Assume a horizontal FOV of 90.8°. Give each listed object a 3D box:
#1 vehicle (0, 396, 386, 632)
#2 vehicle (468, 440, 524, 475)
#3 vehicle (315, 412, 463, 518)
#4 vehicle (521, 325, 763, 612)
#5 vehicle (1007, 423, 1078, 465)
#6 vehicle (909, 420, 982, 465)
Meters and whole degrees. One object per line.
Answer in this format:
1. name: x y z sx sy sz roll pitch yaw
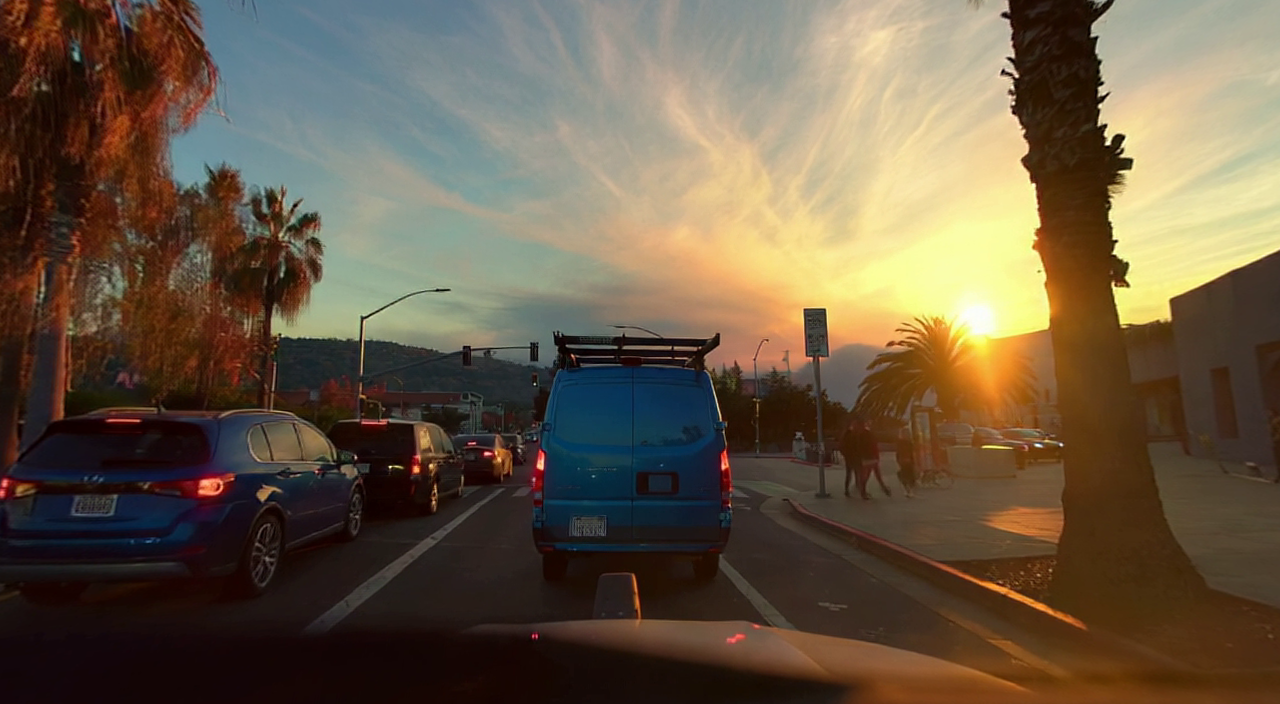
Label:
1. vehicle: -4.387 1.466 6.673 1.986 1.643 4.315 1 -9 -6
2. vehicle: -6.820 4.893 29.588 1.818 1.479 4.428 4 -9 -22
3. vehicle: -5.203 2.409 13.905 2.089 1.854 5.022 2 -9 -11
4. vehicle: -0.191 1.219 7.192 1.902 2.238 4.263 1 -9 -6
5. vehicle: 15.806 3.618 24.725 2.048 1.475 3.972 -6 -10 34
6. vehicle: 12.659 3.762 26.048 2.046 1.675 3.924 -6 -10 33
